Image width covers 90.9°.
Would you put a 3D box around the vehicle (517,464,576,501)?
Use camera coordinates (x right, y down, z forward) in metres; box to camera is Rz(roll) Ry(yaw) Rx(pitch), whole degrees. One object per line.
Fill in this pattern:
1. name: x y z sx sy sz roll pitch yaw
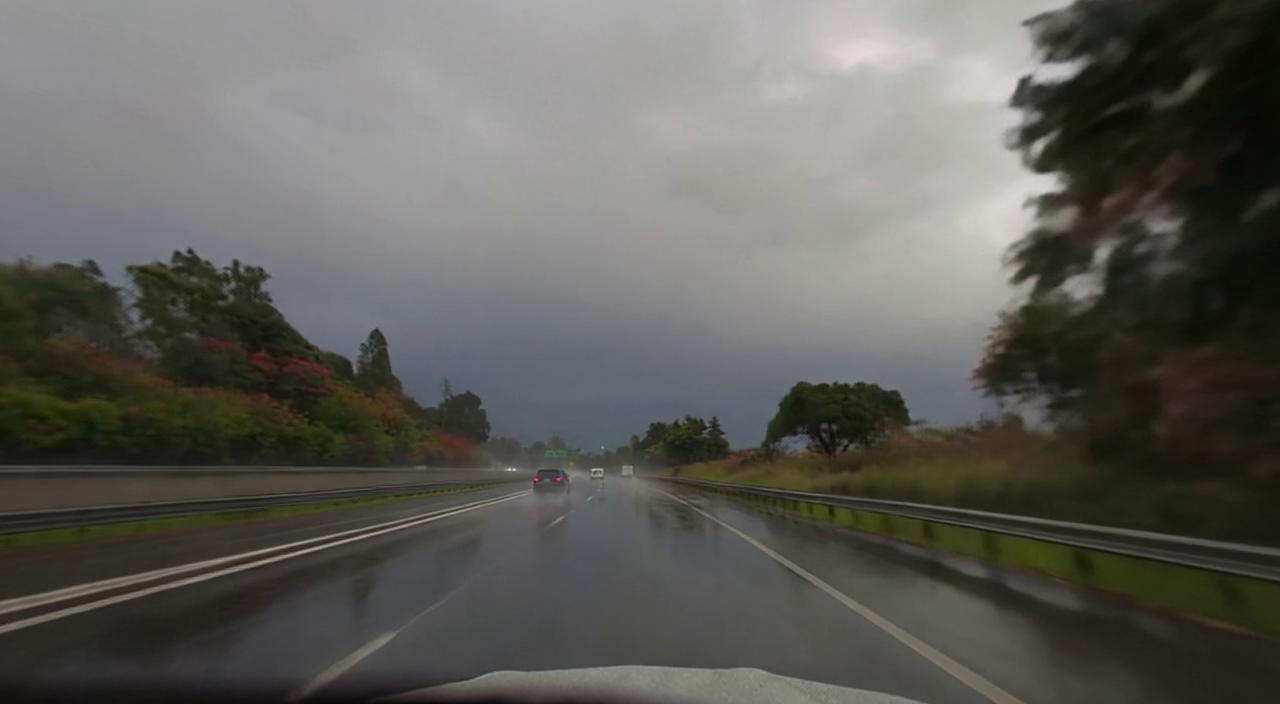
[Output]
1. vehicle: -4.253 6.055 29.394 2.115 1.546 4.638 1 -11 -1
